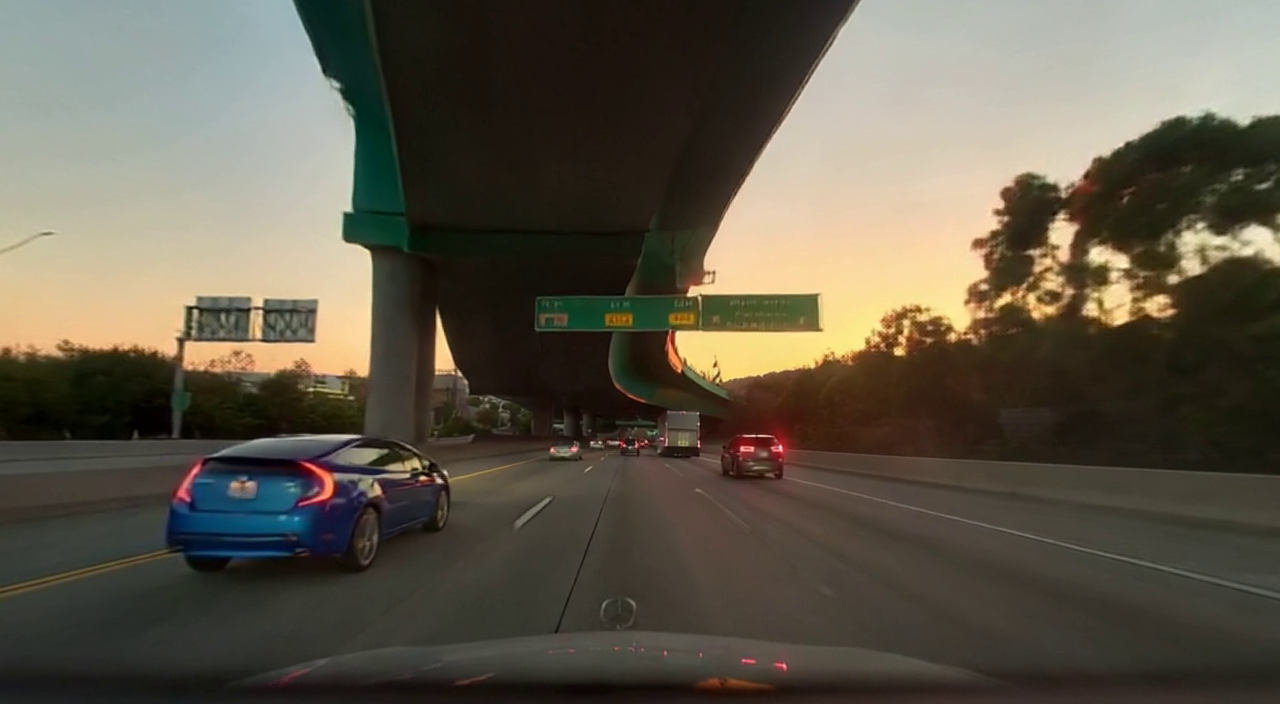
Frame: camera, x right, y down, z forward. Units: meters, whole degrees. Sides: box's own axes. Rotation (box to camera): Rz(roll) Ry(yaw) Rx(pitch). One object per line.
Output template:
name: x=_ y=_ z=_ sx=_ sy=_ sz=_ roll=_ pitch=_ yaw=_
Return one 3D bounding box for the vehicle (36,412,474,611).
vehicle: x=-3.540 y=1.542 z=7.121 sx=2.122 sy=1.486 sz=4.532 roll=0 pitch=-8 yaw=-1

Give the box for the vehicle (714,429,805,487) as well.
vehicle: x=3.672 y=3.324 z=20.083 sx=2.001 sy=1.625 sz=4.088 roll=0 pitch=-8 yaw=-1

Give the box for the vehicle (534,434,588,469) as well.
vehicle: x=-3.615 y=4.664 z=29.727 sx=2.064 sy=1.479 sz=4.370 roll=0 pitch=-8 yaw=-1
